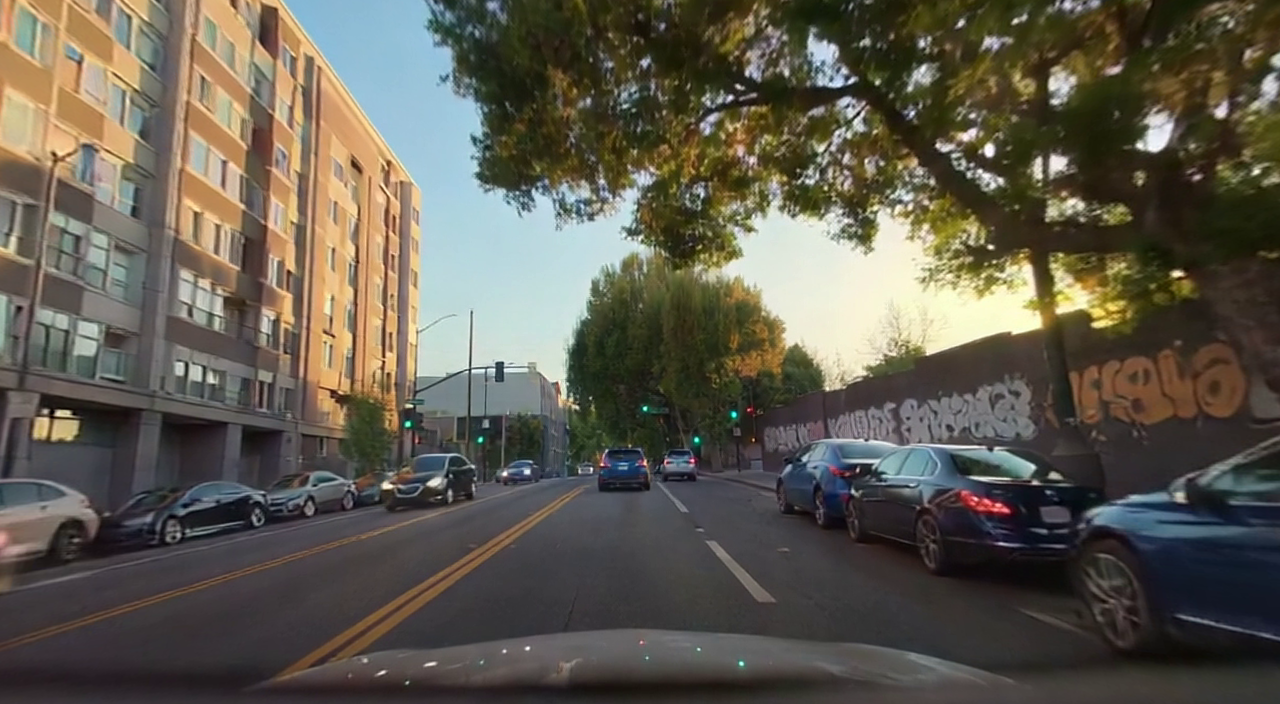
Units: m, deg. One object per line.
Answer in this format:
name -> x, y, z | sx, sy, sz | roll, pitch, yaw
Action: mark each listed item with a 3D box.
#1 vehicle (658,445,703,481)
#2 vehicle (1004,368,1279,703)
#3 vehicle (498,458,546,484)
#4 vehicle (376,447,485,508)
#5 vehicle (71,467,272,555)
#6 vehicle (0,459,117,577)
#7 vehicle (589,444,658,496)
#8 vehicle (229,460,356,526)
vehicle -> 2.095, 5.843, 33.616 | 2.207, 1.761, 4.292 | -1, -8, 3
vehicle -> 4.163, 0.922, 2.598 | 2.097, 1.811, 5.230 | 0, -8, -1
vehicle -> -6.999, 7.088, 37.870 | 2.040, 1.402, 4.237 | 0, -9, 0
vehicle -> -6.716, 4.022, 20.853 | 2.147, 1.747, 4.409 | 0, -8, -1
vehicle -> -11.034, 3.713, 15.370 | 1.741, 1.506, 4.370 | -4, -8, -3
vehicle -> -10.949, 2.684, 9.651 | 2.276, 1.741, 4.439 | -6, -8, -2
vehicle -> -0.566, 4.041, 22.068 | 2.166, 1.579, 4.300 | 0, -8, -1
vehicle -> -11.148, 4.493, 20.622 | 1.822, 1.639, 4.144 | -5, -8, 0
